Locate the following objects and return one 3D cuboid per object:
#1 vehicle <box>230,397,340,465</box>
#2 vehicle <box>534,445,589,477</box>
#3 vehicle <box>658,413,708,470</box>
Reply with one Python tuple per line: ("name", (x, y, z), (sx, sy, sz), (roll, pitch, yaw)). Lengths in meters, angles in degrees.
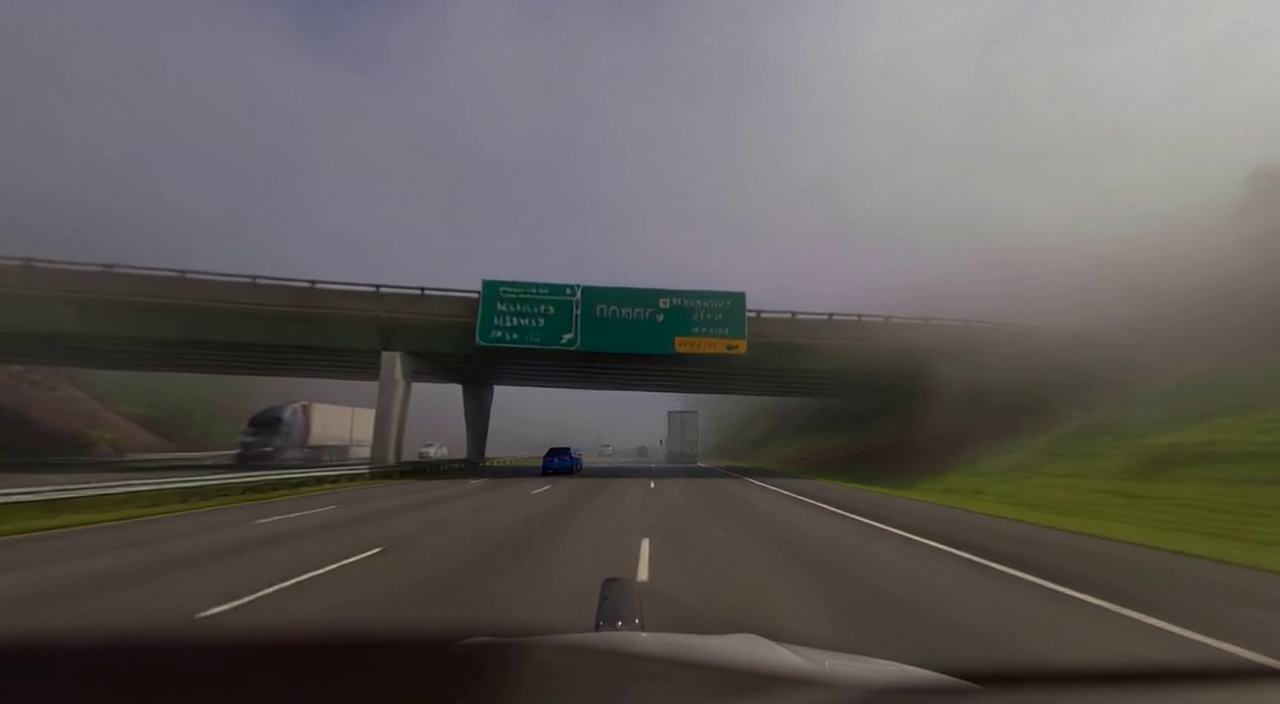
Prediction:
("vehicle", (-22.008, 5.017, 39.630), (2.992, 3.914, 6.177), (-1, -9, 2))
("vehicle", (-3.935, 5.562, 32.414), (2.038, 1.489, 4.603), (-1, -9, 3))
("vehicle", (3.136, 7.056, 49.476), (2.943, 3.830, 12.409), (0, -9, 0))
